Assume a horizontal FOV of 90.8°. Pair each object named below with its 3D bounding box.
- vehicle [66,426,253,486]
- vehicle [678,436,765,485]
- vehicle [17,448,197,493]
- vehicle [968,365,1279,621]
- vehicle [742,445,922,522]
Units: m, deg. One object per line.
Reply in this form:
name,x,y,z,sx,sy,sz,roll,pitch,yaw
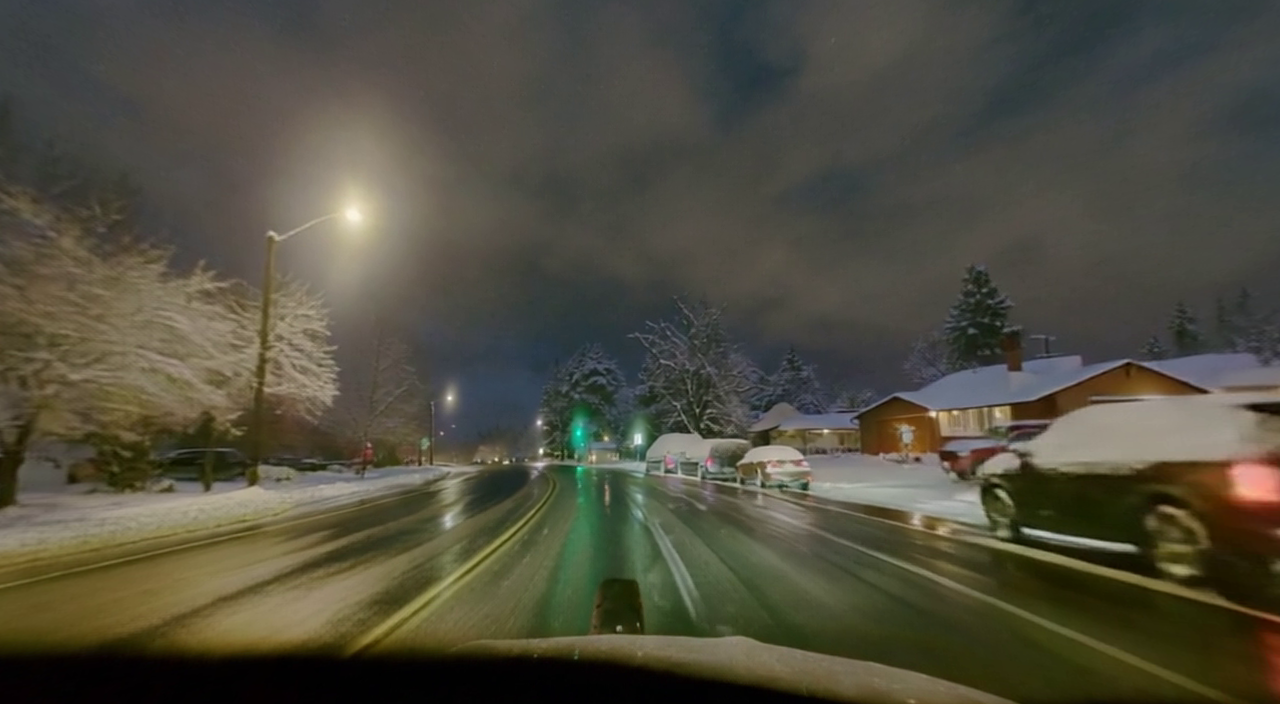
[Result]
vehicle,-20.146,4.402,26.845,5.680,2.354,2.326,2,-10,-13
vehicle,3.798,5.281,31.204,2.670,2.085,6.775,1,-9,-7
vehicle,-19.168,4.253,22.969,4.502,1.511,1.939,2,-9,-12
vehicle,6.421,1.501,7.441,2.305,2.111,4.965,0,-9,-1
vehicle,4.882,3.394,17.133,2.713,1.671,4.939,1,-8,-9
